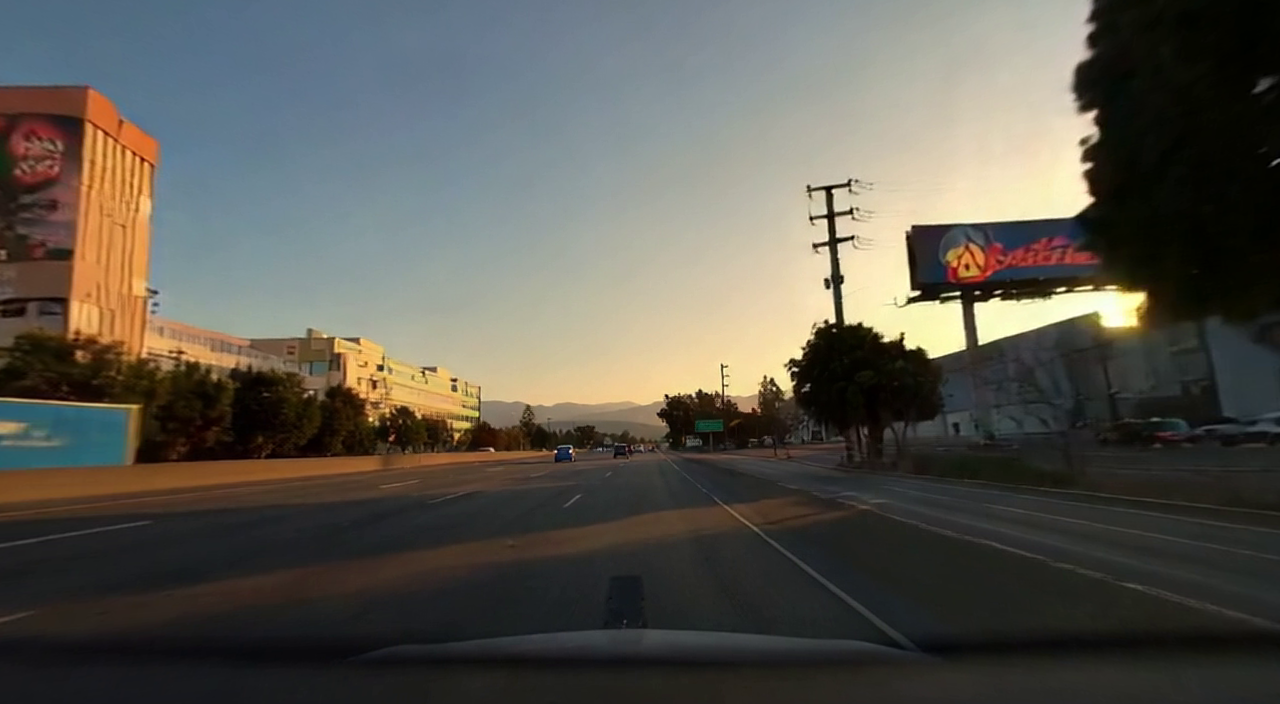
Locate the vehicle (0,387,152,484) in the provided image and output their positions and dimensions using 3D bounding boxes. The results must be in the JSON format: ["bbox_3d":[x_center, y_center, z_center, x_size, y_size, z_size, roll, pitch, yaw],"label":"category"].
[{"bbox_3d":[-28.239,3.489,26.305,2.907,4.026,15.848,0,-8,1],"label":"vehicle"}]

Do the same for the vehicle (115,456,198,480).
[{"bbox_3d":[-31.805,7.606,41.658,1.832,1.441,4.503,0,-9,0],"label":"vehicle"}]
